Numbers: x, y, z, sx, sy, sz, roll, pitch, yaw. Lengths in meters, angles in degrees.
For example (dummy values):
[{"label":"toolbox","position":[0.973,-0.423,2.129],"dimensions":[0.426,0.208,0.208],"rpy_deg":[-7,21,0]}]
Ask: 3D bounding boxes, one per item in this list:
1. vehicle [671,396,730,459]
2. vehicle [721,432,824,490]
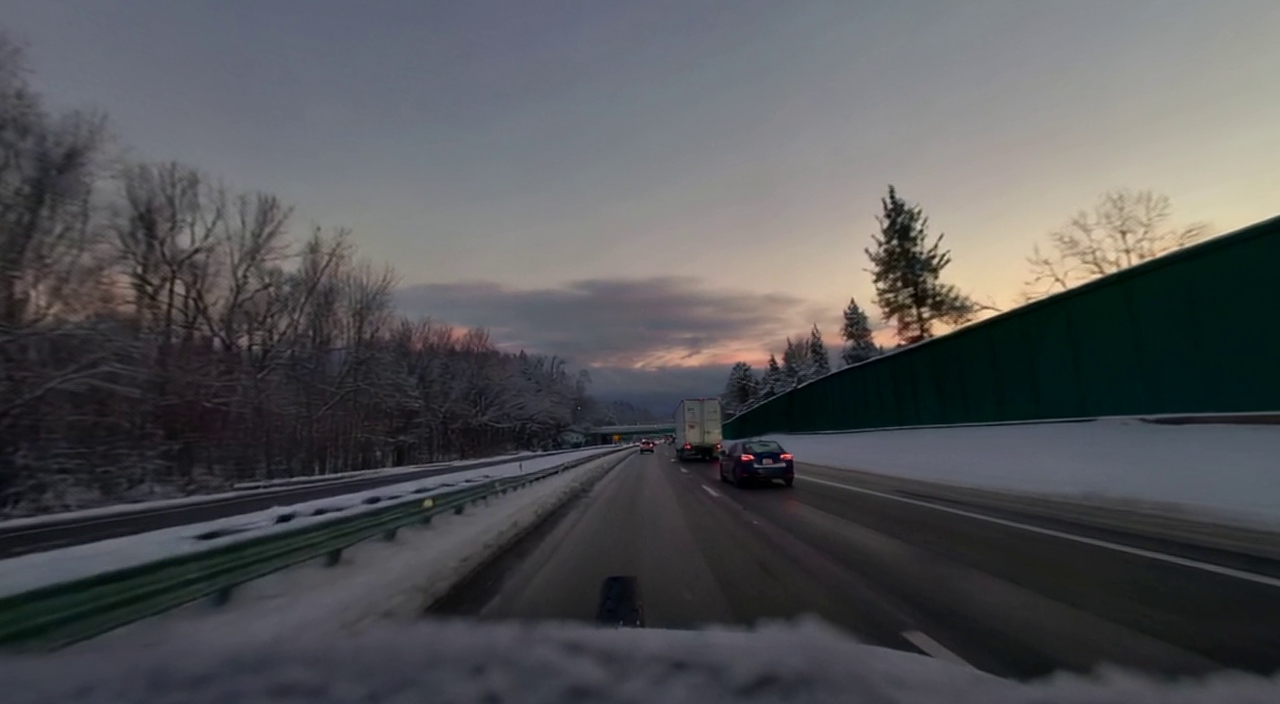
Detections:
[{"label":"vehicle","position":[4.400,6.169,49.876],"dimensions":[3.255,4.142,16.256],"rpy_deg":[0,-8,1]},{"label":"vehicle","position":[3.736,3.161,18.628],"dimensions":[2.000,1.473,4.440],"rpy_deg":[0,-8,-1]}]
